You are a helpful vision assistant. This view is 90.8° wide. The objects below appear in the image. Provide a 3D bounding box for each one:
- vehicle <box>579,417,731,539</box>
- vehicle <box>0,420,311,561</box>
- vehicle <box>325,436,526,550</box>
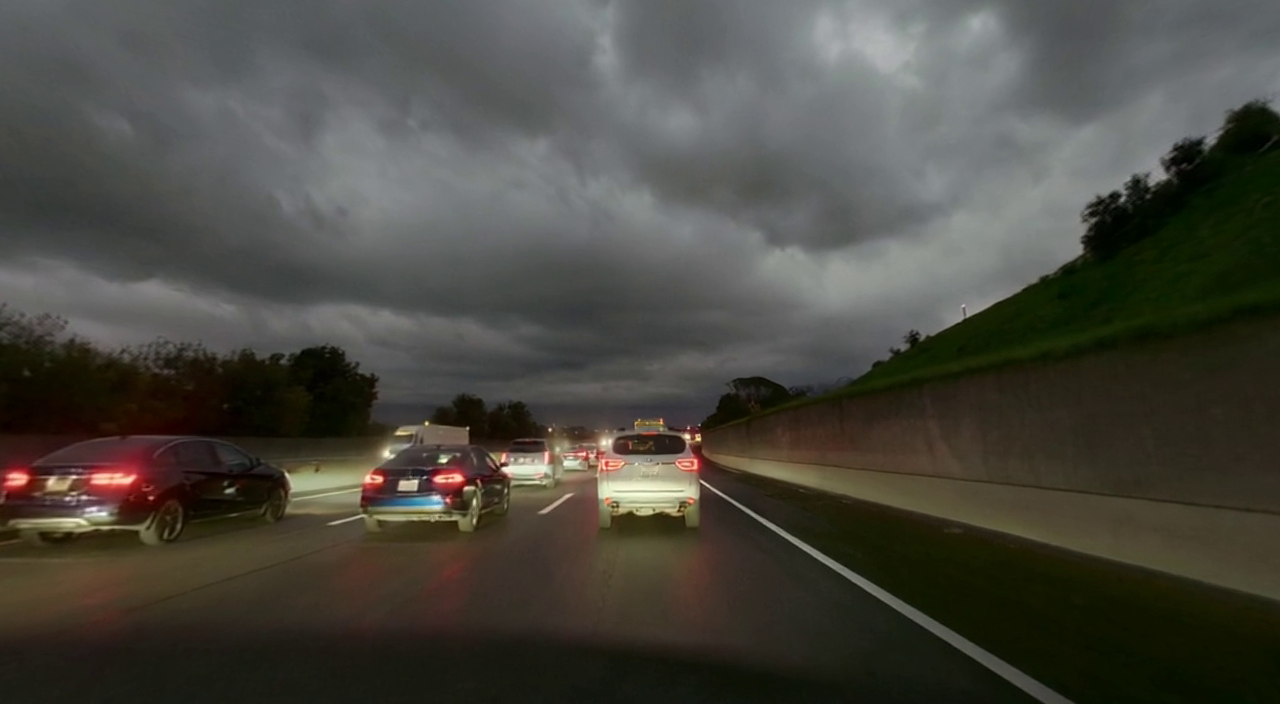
[{"bbox_3d":[0.179,2.259,11.951,2.210,1.760,5.303,0,-9,-1],"label":"vehicle"},{"bbox_3d":[-7.469,2.045,10.024,1.986,1.700,4.558,0,-9,0],"label":"vehicle"},{"bbox_3d":[-3.254,2.202,10.512,1.917,1.506,3.949,0,-9,1],"label":"vehicle"}]
